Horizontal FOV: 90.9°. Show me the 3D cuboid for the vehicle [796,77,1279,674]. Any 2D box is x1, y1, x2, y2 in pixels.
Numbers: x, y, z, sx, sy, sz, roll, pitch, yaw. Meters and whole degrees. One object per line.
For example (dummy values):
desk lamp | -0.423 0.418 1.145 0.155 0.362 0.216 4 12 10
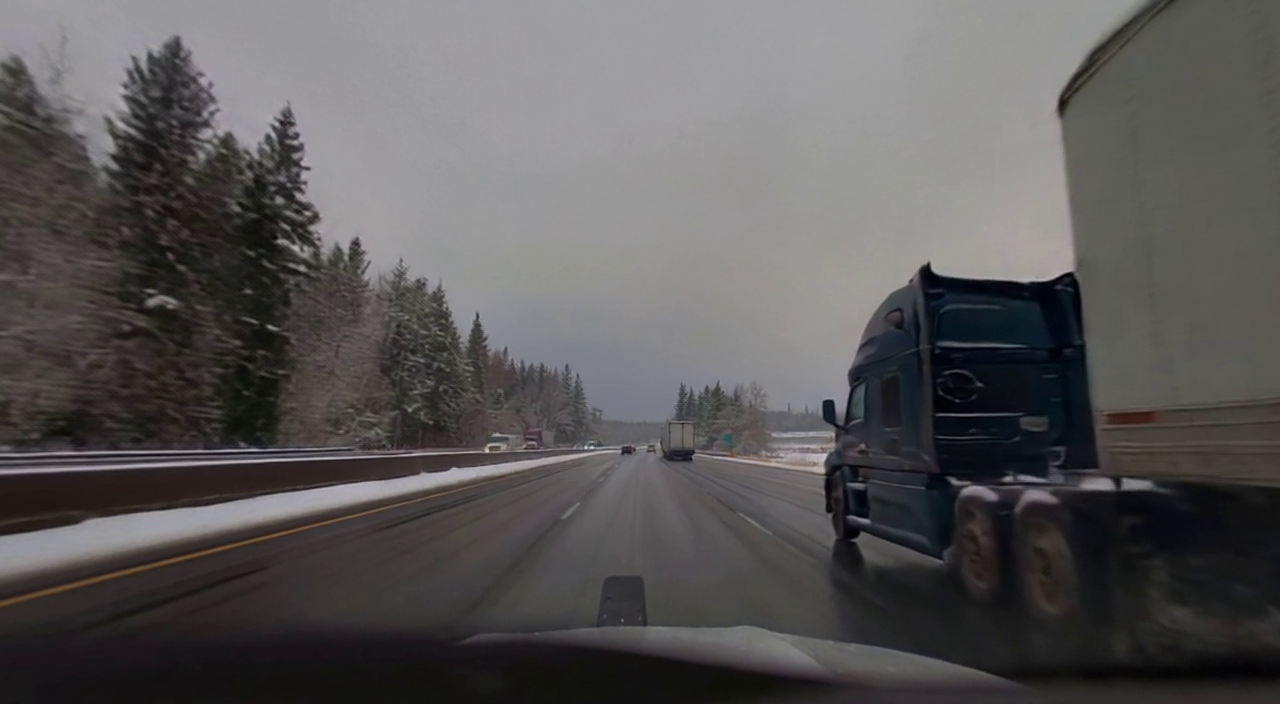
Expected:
vehicle | 4.066 0.468 7.020 3.034 3.898 5.902 0 -9 0
